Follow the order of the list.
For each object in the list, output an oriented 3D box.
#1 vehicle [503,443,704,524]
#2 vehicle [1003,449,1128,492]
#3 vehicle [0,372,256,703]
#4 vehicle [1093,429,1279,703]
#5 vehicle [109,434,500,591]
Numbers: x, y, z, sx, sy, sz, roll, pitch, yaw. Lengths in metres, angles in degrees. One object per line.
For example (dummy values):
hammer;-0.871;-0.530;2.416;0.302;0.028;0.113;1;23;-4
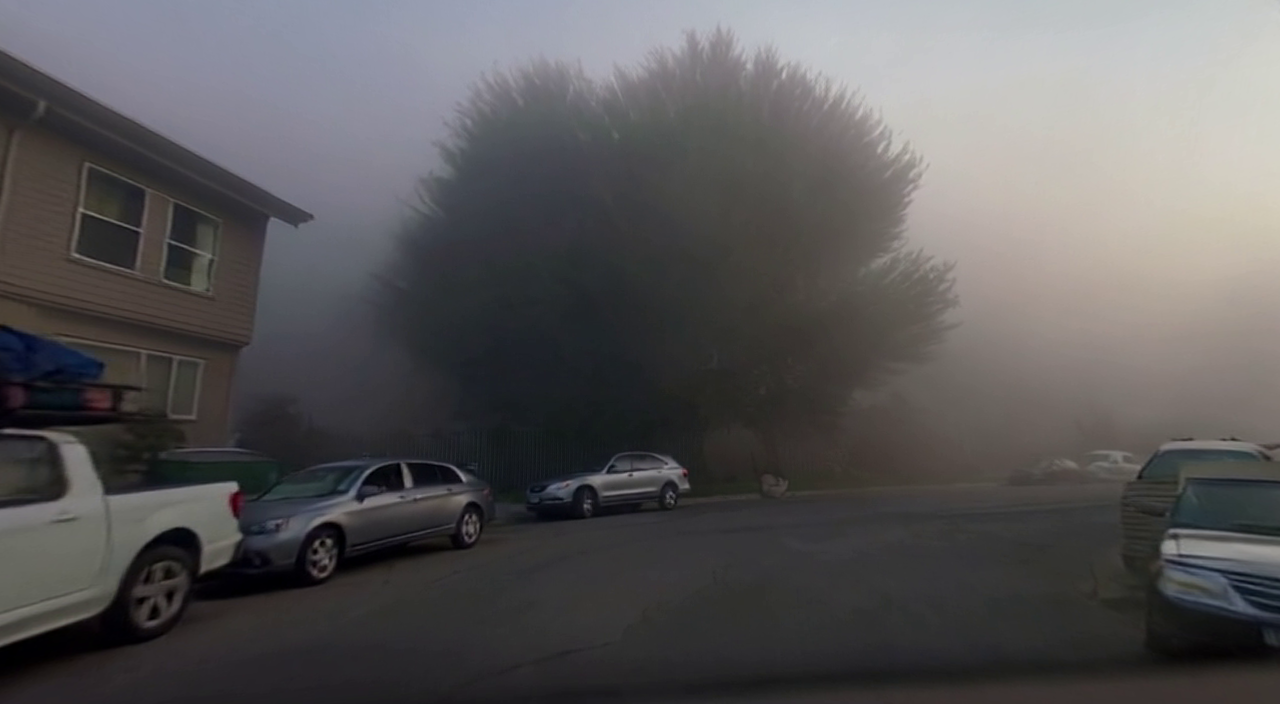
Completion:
vehicle;-0.718;2.865;14.476;4.217;1.547;2.082;8;-11;-43
vehicle;16.497;4.529;24.461;4.731;1.478;1.930;5;-9;-28
vehicle;-4.407;0.972;2.871;2.247;1.702;5.043;-4;-11;-1
vehicle;5.053;1.395;4.920;2.054;1.509;4.671;-6;-10;39
vehicle;-3.895;2.014;8.567;1.943;1.475;4.701;-5;-11;14
